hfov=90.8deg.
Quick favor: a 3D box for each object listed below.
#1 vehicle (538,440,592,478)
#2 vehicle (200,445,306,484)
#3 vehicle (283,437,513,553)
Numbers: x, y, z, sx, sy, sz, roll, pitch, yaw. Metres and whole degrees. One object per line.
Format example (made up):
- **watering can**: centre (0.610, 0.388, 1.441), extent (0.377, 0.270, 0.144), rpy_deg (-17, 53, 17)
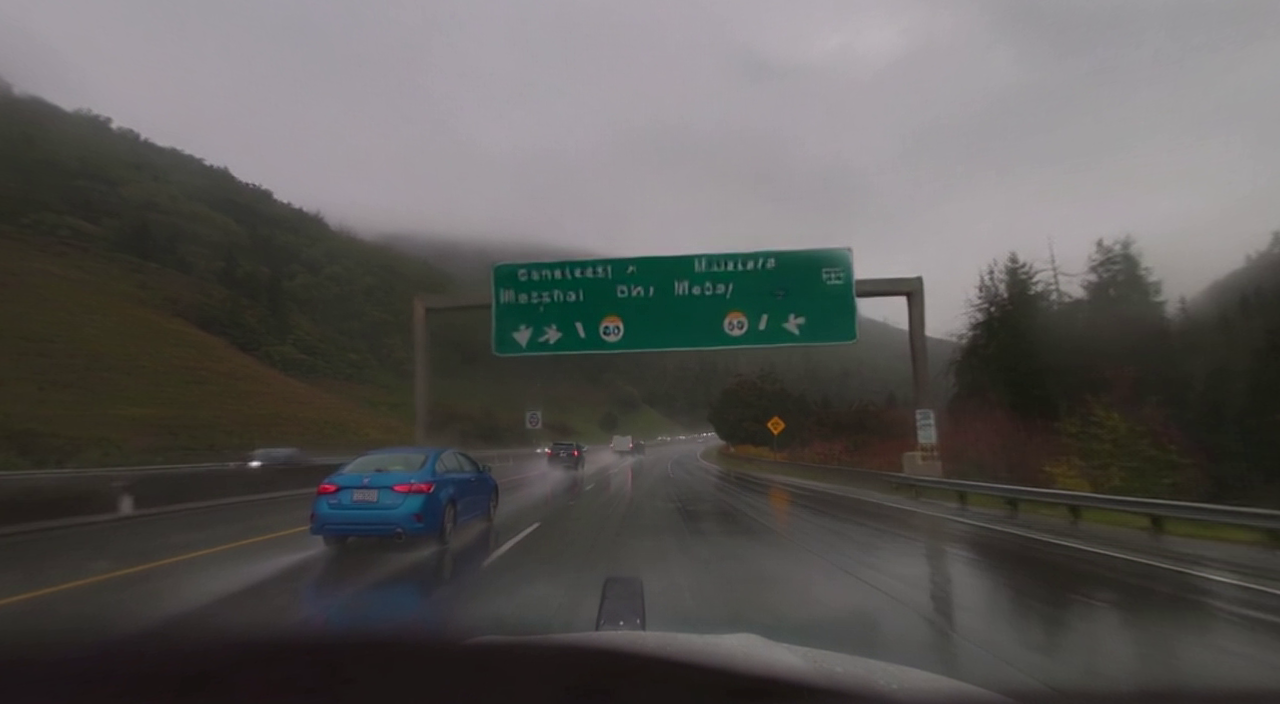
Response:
- **vehicle**: centre (-3.607, 5.243, 31.118), extent (2.073, 1.694, 4.162), rpy_deg (-1, -9, 1)
- **vehicle**: centre (-15.949, 4.644, 26.284), extent (1.863, 1.443, 4.026), rpy_deg (0, -9, 0)
- **vehicle**: centre (-3.542, 2.174, 10.335), extent (1.988, 1.440, 4.504), rpy_deg (0, -9, 0)
